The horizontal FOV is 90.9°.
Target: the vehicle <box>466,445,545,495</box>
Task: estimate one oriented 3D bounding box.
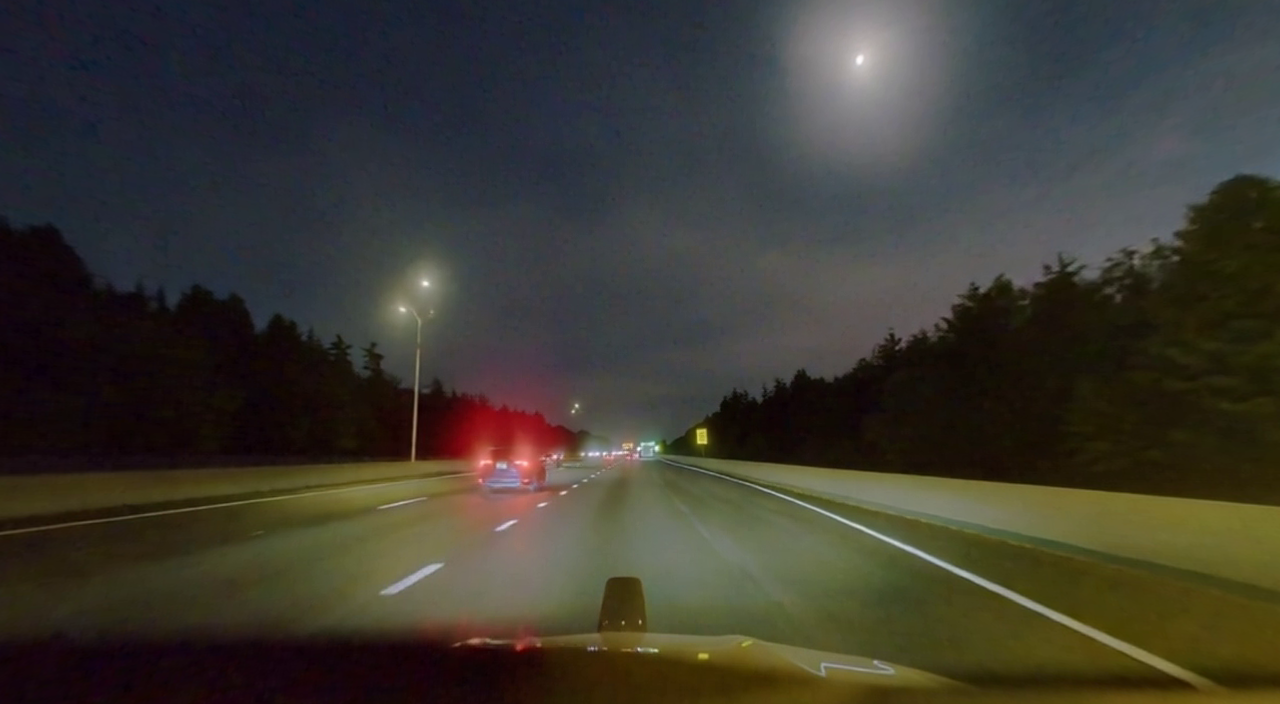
[{"bbox_3d":[-4.723,4.198,22.771,1.875,1.587,4.687,-1,-9,-1],"label":"vehicle"}]
